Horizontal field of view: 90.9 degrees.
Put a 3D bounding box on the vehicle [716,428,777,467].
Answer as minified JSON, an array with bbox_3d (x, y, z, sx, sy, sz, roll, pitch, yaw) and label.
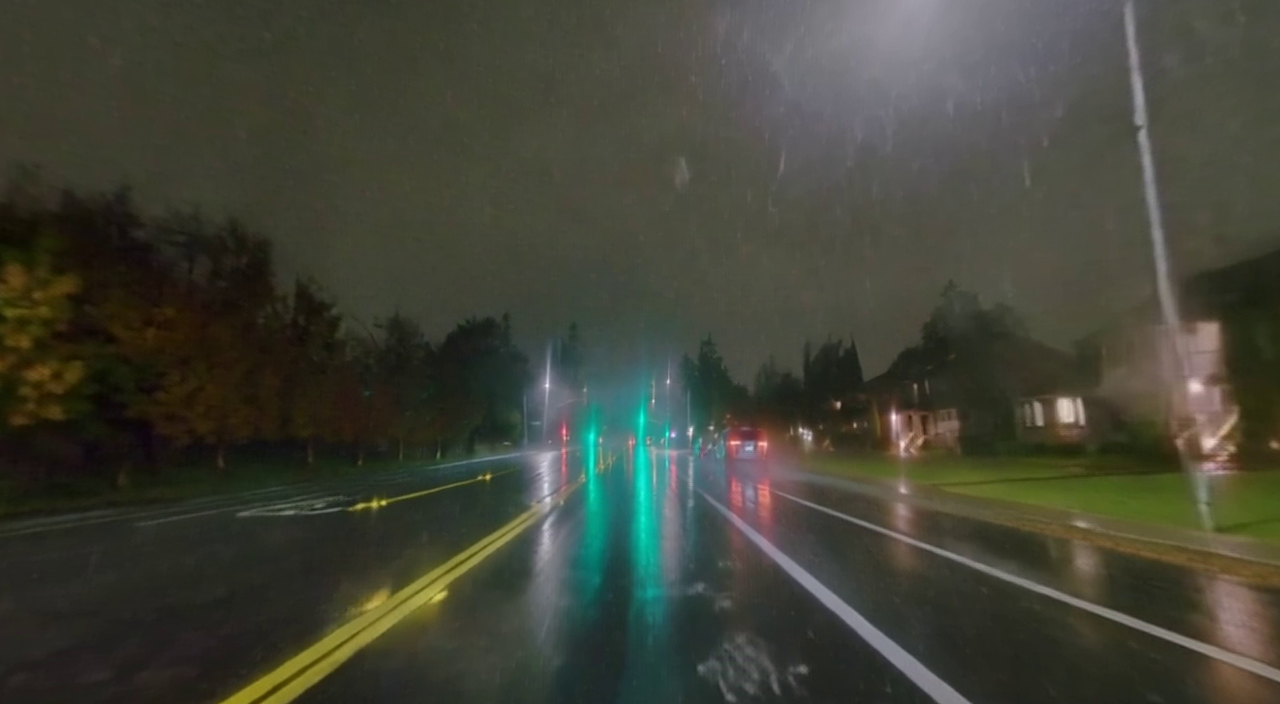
[{"bbox_3d":[5.240,4.794,31.650,2.160,1.800,4.646,0,-8,-1],"label":"vehicle"}]
